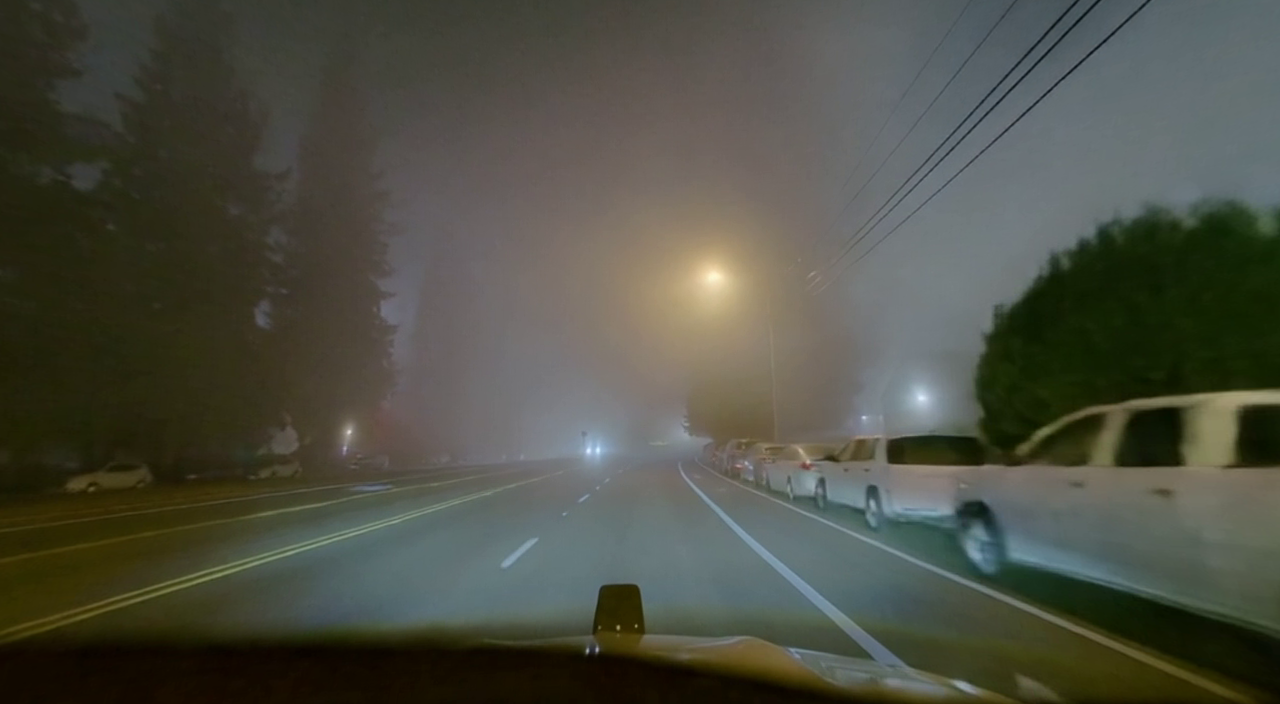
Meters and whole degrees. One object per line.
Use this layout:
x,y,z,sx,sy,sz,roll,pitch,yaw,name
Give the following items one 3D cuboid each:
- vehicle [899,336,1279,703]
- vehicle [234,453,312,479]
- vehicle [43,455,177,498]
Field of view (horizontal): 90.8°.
4.102,1.076,4.558,2.057,1.846,5.475,0,-9,-1,vehicle
-23.039,7.166,39.902,1.915,1.492,4.565,-1,-9,4,vehicle
-23.566,5.508,28.393,1.967,1.467,4.769,-2,-7,0,vehicle
